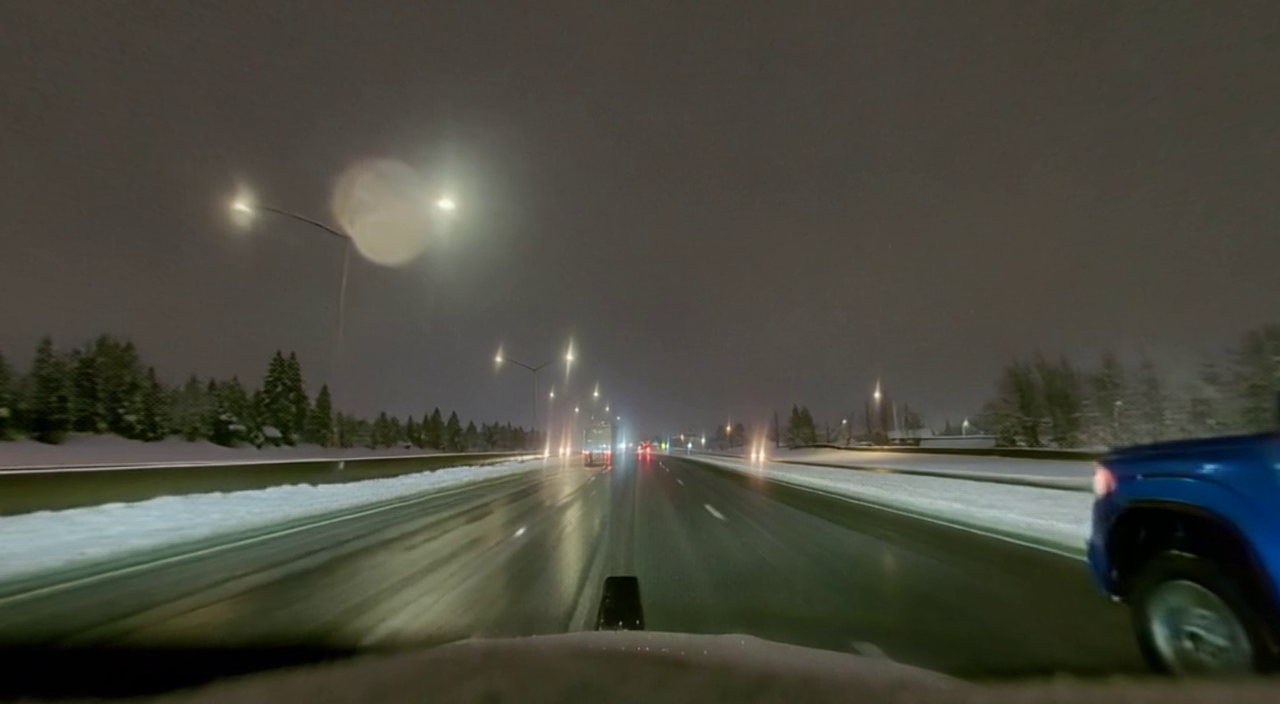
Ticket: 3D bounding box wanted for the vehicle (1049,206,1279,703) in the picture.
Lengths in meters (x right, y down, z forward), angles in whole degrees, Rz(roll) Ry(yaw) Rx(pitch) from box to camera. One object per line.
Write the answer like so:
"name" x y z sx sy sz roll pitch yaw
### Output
"vehicle" 3.541 0.260 0.345 2.593 2.110 6.016 0 -9 0
